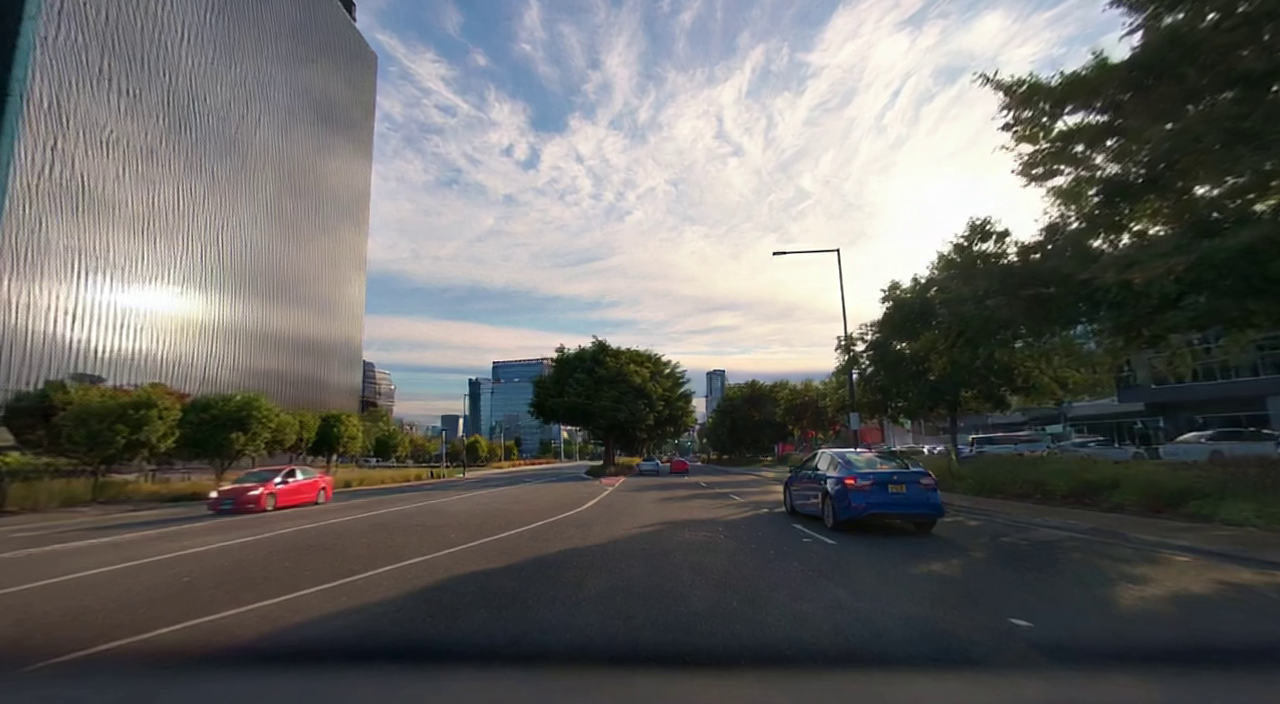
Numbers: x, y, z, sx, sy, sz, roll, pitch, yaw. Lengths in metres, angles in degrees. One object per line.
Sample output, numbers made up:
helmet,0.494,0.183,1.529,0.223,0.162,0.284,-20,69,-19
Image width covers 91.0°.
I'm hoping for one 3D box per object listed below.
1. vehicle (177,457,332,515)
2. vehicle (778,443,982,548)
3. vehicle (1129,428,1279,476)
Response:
vehicle,-11.757,4.084,19.628,1.975,1.517,4.373,0,-9,1
vehicle,3.944,2.410,11.256,1.993,1.501,4.127,0,-9,0
vehicle,21.757,3.762,23.737,4.969,1.697,1.947,0,-9,-2
